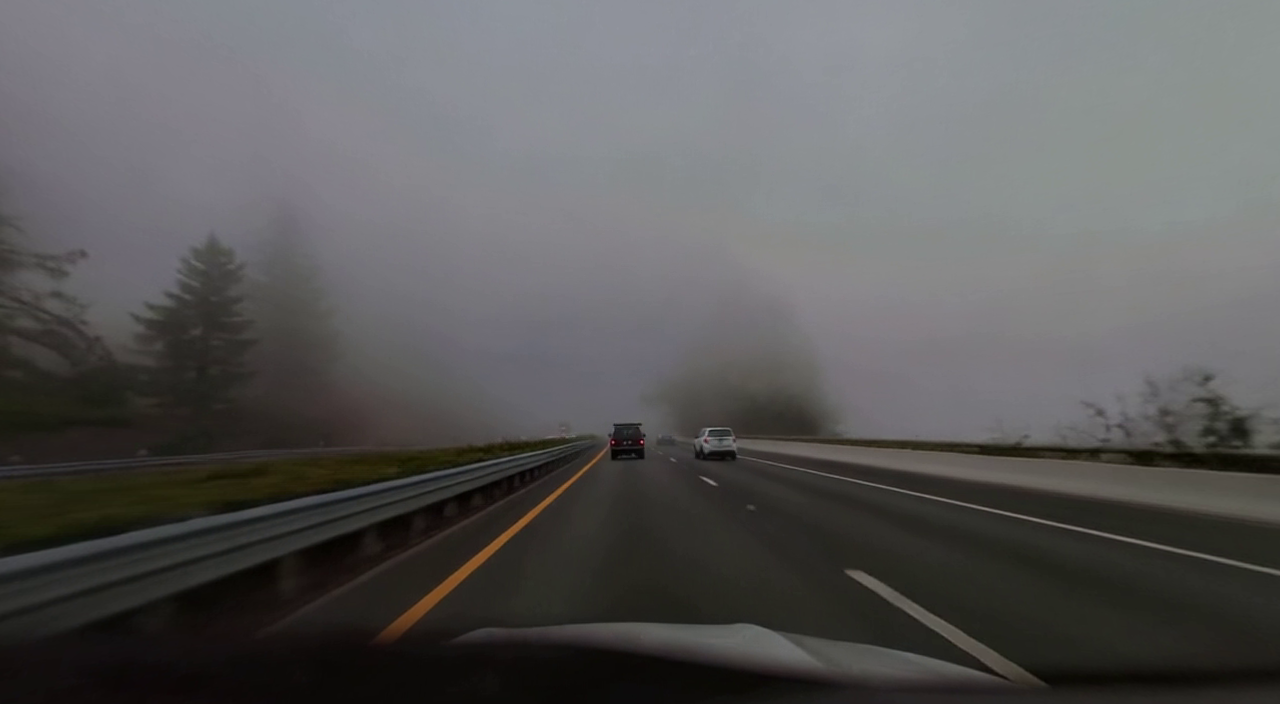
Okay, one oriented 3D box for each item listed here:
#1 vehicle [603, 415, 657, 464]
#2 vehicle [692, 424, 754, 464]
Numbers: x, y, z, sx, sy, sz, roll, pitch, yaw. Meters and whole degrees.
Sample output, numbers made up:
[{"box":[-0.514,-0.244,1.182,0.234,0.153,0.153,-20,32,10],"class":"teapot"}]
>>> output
[{"box":[-0.497,4.014,28.929,2.270,2.044,4.633,0,-8,-2],"class":"vehicle"},{"box":[3.505,3.966,27.324,1.981,1.606,3.956,0,-8,-2],"class":"vehicle"}]
